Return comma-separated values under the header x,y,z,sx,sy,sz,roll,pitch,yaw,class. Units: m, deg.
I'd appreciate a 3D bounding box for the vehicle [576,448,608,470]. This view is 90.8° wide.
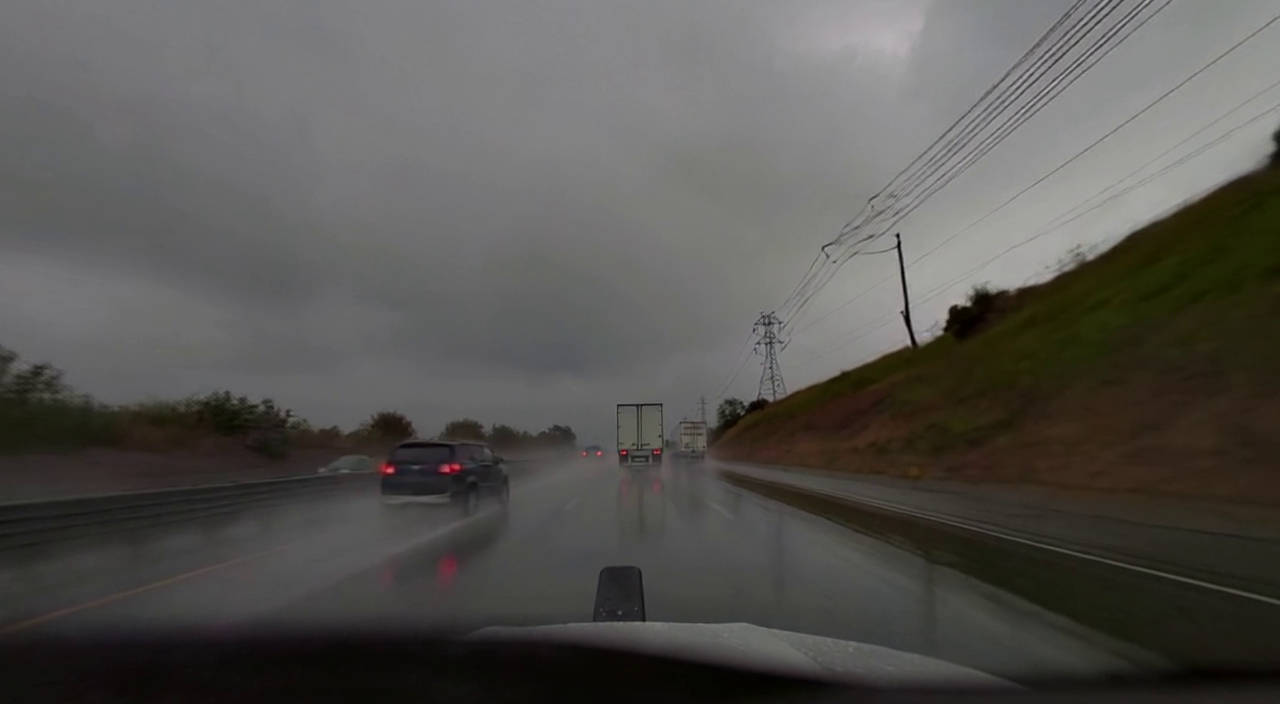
x,y,z,sx,sy,sz,roll,pitch,yaw,class
-3.731,8.412,49.948,2.170,1.657,4.573,0,-9,1,vehicle

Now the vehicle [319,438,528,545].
x,y,z,sx,sy,sz,roll,pitch,yaw,class
-3.574,2.398,11.600,2.128,1.533,4.694,0,-9,1,vehicle

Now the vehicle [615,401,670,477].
x,y,z,sx,sy,sz,roll,pitch,yaw,class
0.222,5.521,39.401,2.985,4.025,10.982,0,-9,1,vehicle
